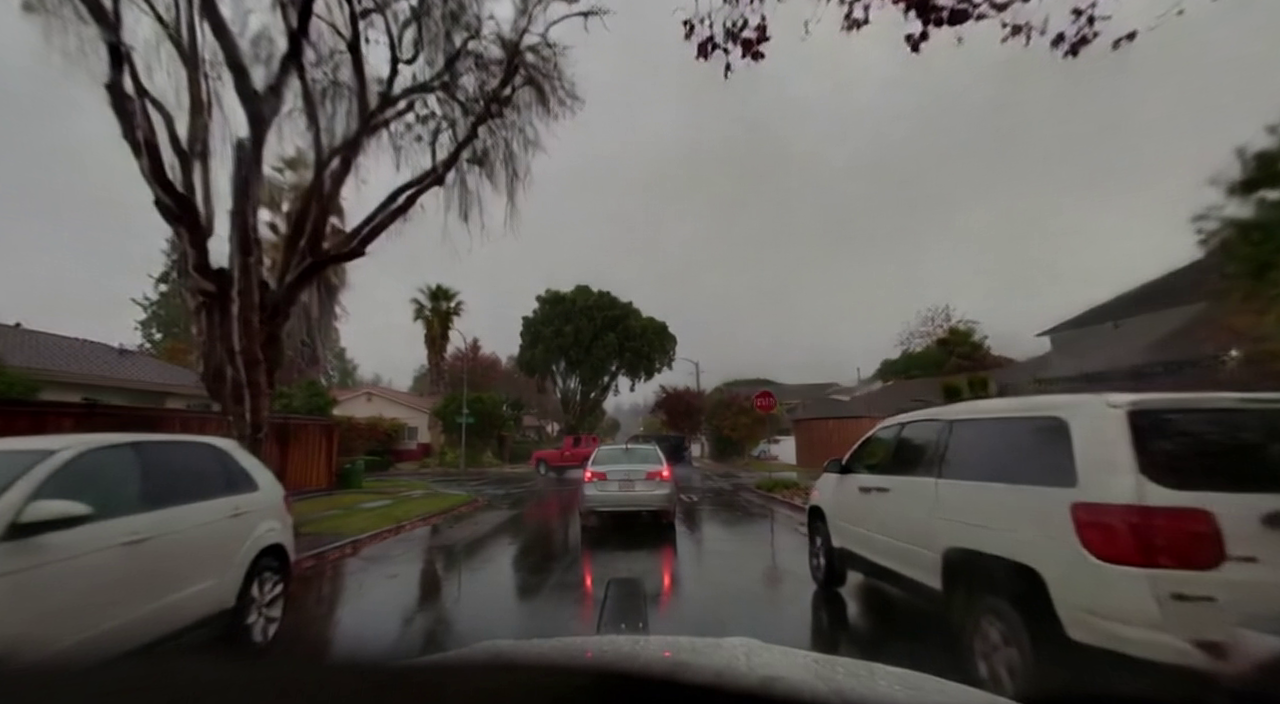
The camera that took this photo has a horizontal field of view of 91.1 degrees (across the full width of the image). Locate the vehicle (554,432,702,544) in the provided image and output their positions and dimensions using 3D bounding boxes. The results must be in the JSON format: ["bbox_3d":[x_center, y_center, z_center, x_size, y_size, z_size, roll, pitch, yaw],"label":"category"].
[{"bbox_3d":[-0.152,2.165,10.659,2.010,1.499,4.107,0,-9,0],"label":"vehicle"}]

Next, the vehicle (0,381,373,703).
[{"bbox_3d":[-3.377,1.118,3.494,1.965,1.657,4.104,0,-8,0],"label":"vehicle"}]

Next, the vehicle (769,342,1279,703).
[{"bbox_3d":[2.596,1.209,4.999,2.179,1.813,4.815,0,-8,1],"label":"vehicle"}]
